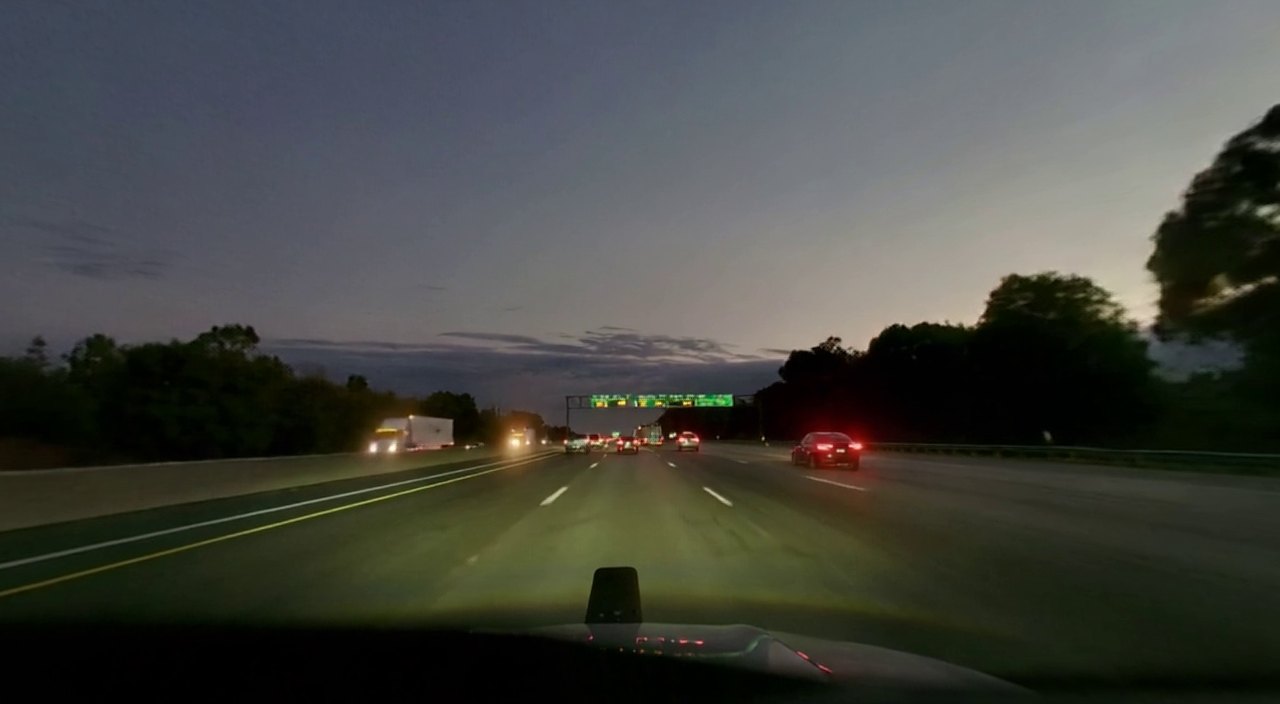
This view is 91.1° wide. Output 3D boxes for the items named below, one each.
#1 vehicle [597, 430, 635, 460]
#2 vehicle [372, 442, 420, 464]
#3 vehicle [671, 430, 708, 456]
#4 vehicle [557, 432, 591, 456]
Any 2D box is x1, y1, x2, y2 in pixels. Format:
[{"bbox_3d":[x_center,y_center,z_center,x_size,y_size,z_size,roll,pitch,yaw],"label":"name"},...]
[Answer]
[{"bbox_3d":[-1.432,5.491,37.328,2.119,1.629,3.946,0,-8,-2],"label":"vehicle"},{"bbox_3d":[-17.454,7.232,45.176,1.800,1.497,4.109,0,-8,0],"label":"vehicle"},{"bbox_3d":[3.312,6.221,43.129,2.066,1.673,4.225,0,-8,-2],"label":"vehicle"},{"bbox_3d":[-4.810,6.745,46.339,2.046,1.658,4.008,0,-8,0],"label":"vehicle"}]
